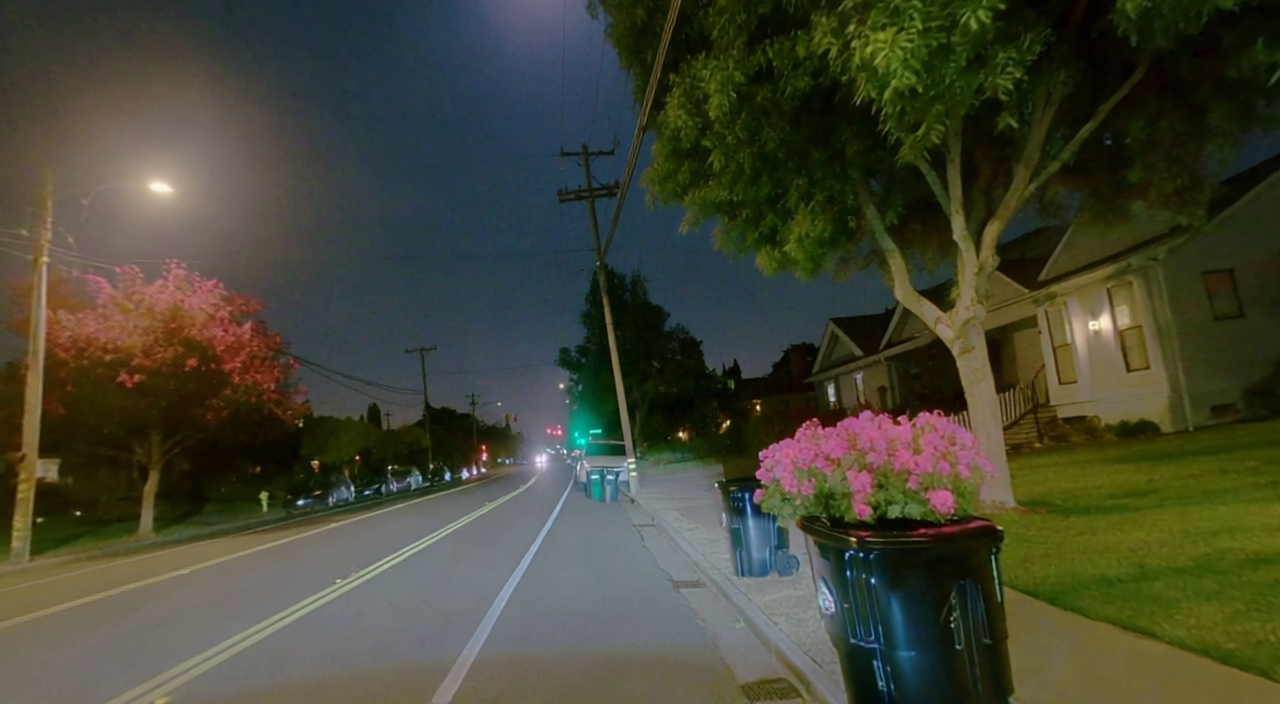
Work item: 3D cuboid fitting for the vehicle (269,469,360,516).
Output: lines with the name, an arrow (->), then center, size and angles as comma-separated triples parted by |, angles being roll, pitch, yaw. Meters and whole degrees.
vehicle -> -13.762, 5.920, 26.980 | 1.982, 1.660, 4.142 | 1, -8, -6

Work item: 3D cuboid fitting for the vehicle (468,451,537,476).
vehicle -> -10.489, 8.494, 48.275 | 4.723, 1.679, 2.218 | -5, -10, 19

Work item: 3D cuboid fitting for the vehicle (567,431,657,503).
vehicle -> -0.824, 3.081, 17.386 | 2.190, 1.708, 4.115 | 0, -8, -4
